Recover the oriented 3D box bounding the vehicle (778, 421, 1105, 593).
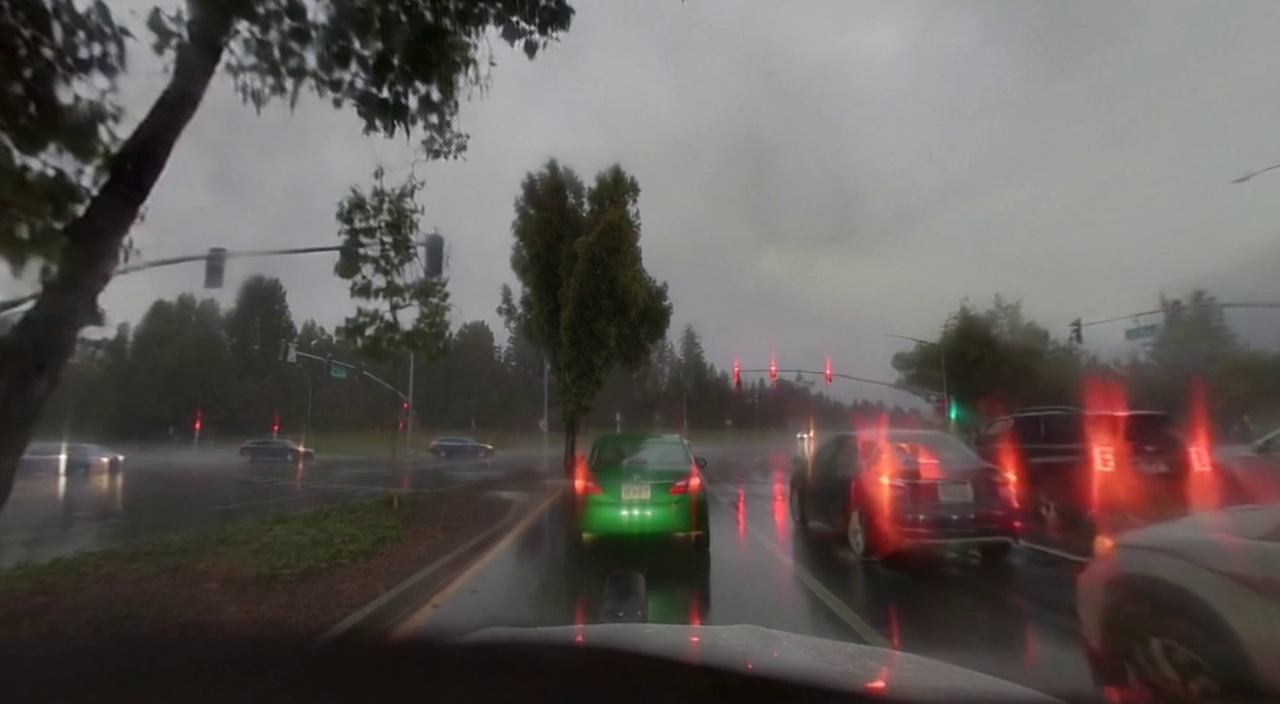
[{"bbox_3d":[3.108,1.678,7.740,1.861,1.479,4.371,0,-8,0],"label":"vehicle"}]

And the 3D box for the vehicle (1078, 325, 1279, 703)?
[{"bbox_3d":[3.409,0.574,0.829,2.111,1.780,4.990,0,-9,1],"label":"vehicle"}]

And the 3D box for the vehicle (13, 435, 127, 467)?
[{"bbox_3d":[-30.449,5.286,33.806,4.517,1.637,1.935,-1,-9,7],"label":"vehicle"}]

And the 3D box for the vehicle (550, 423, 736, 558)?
[{"bbox_3d":[0.045,1.833,9.069,2.026,1.458,4.175,0,-9,0],"label":"vehicle"}]

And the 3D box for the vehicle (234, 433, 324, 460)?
[{"bbox_3d":[-22.841,5.992,40.089,4.526,1.649,1.920,0,-9,2],"label":"vehicle"}]

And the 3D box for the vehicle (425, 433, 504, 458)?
[{"bbox_3d":[-11.032,5.919,40.069,4.670,1.542,1.861,2,-9,-11],"label":"vehicle"}]
